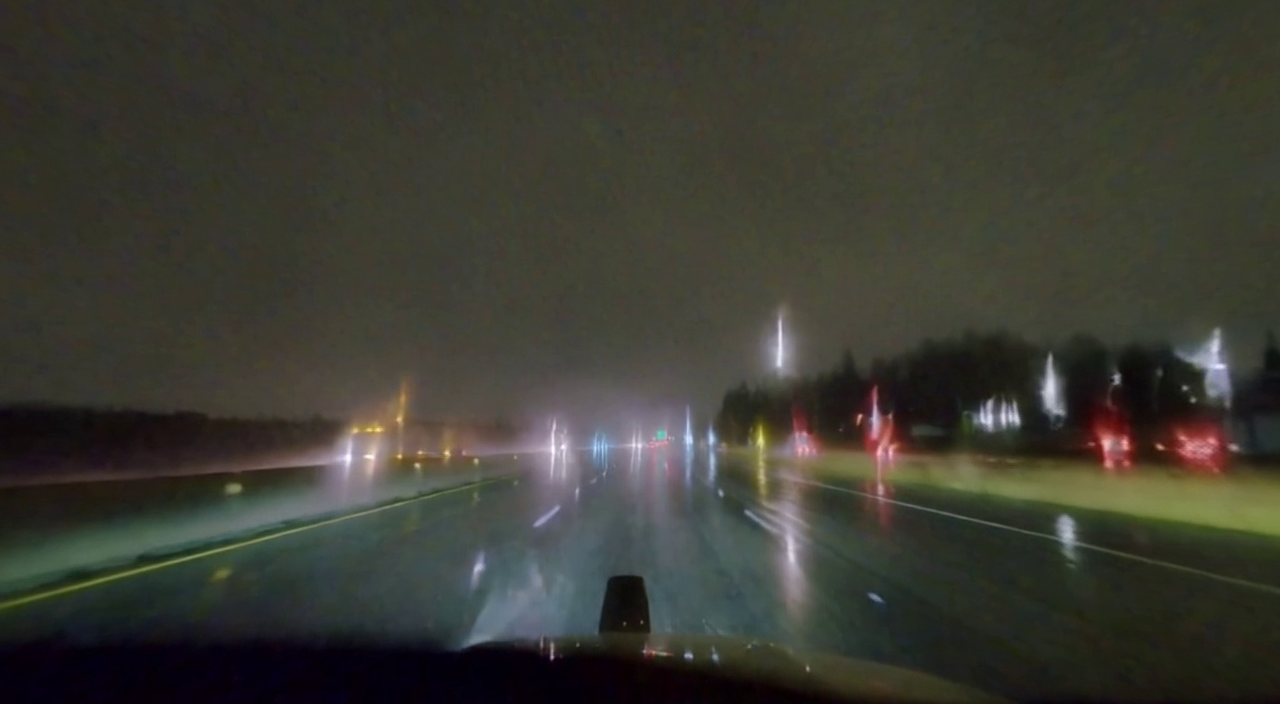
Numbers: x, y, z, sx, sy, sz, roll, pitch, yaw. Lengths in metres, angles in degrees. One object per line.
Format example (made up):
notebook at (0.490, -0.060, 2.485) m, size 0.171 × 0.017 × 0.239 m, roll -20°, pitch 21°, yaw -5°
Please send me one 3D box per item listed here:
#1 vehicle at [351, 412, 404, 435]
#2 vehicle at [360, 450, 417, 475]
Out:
vehicle at (-20.247, 5.574, 48.605) m, size 2.010 × 1.679 × 4.548 m, roll 0°, pitch -7°, yaw 2°
vehicle at (-16.389, 7.202, 41.154) m, size 1.853 × 1.544 × 4.416 m, roll 0°, pitch -8°, yaw 1°
